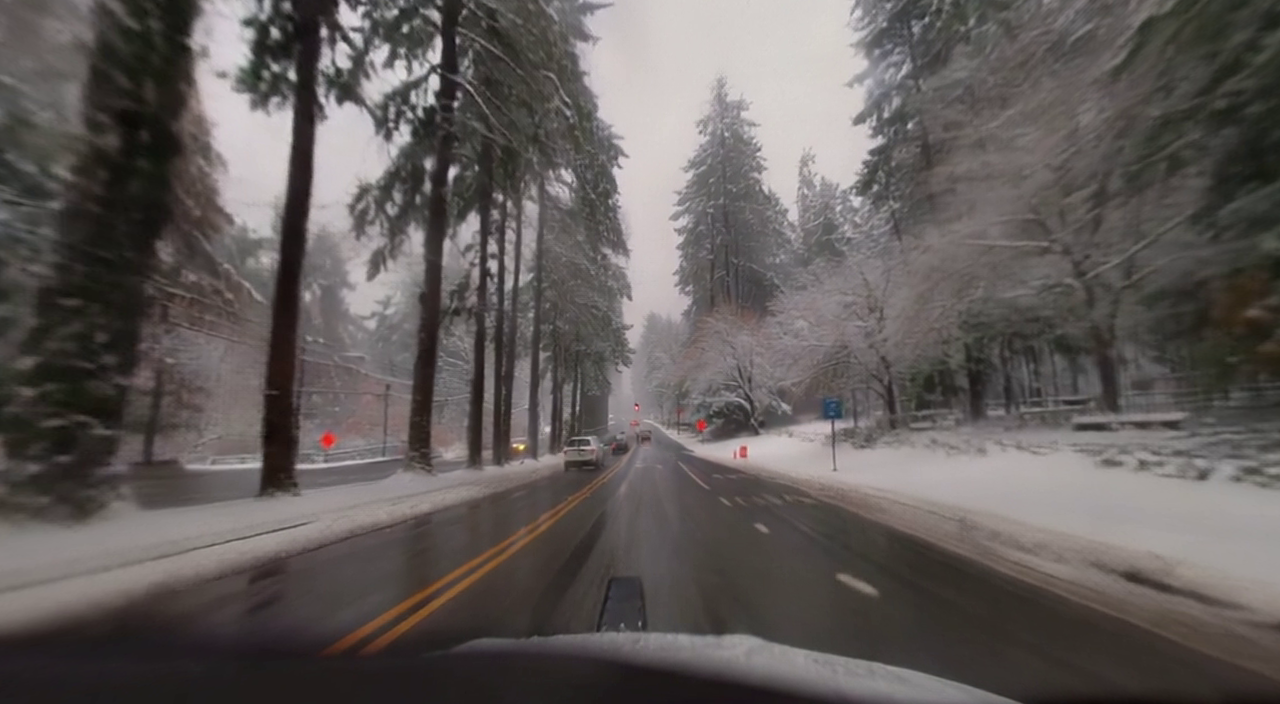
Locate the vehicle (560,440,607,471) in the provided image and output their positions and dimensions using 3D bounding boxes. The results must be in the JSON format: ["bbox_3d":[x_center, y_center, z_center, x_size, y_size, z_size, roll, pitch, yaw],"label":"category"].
[{"bbox_3d":[-2.921,5.442,33.248,2.029,1.511,3.922,-1,-8,2],"label":"vehicle"}]
